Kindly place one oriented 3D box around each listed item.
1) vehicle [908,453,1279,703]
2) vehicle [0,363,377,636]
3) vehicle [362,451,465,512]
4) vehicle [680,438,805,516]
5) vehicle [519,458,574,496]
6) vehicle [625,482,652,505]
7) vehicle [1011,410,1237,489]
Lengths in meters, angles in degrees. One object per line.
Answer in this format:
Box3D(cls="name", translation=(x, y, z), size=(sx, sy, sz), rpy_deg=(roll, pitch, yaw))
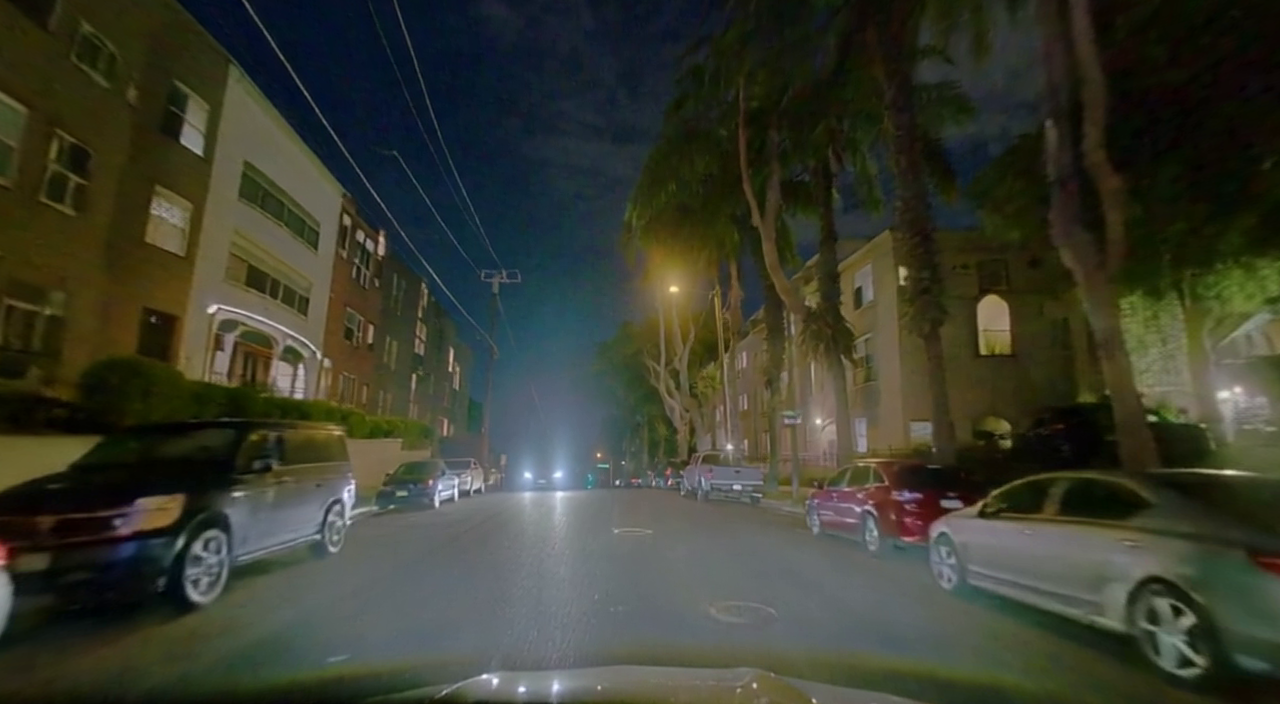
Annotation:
Box3D(cls="vehicle", translation=(4.209, 1.534, 4.775), size=(2.043, 1.461, 4.504), rpy_deg=(0, -9, -5))
Box3D(cls="vehicle", translation=(-5.372, 1.558, 7.755), size=(2.348, 2.144, 5.481), rpy_deg=(0, -9, -6))
Box3D(cls="vehicle", translation=(-6.485, 3.714, 18.599), size=(1.889, 1.499, 4.468), rpy_deg=(1, -9, -7))
Box3D(cls="vehicle", translation=(2.893, 3.726, 19.526), size=(2.358, 2.008, 5.957), rpy_deg=(0, -9, -5))
Box3D(cls="vehicle", translation=(-4.196, 5.697, 28.972), size=(2.060, 1.483, 4.574), rpy_deg=(0, -9, -3))
Box3D(cls="vehicle", translation=(-0.180, 11.055, 49.230), size=(1.756, 1.455, 3.965), rpy_deg=(0, -9, -5))
Box3D(cls="vehicle", translation=(11.542, 2.312, 15.230), size=(3.916, 1.728, 1.982), rpy_deg=(1, -6, -4))
